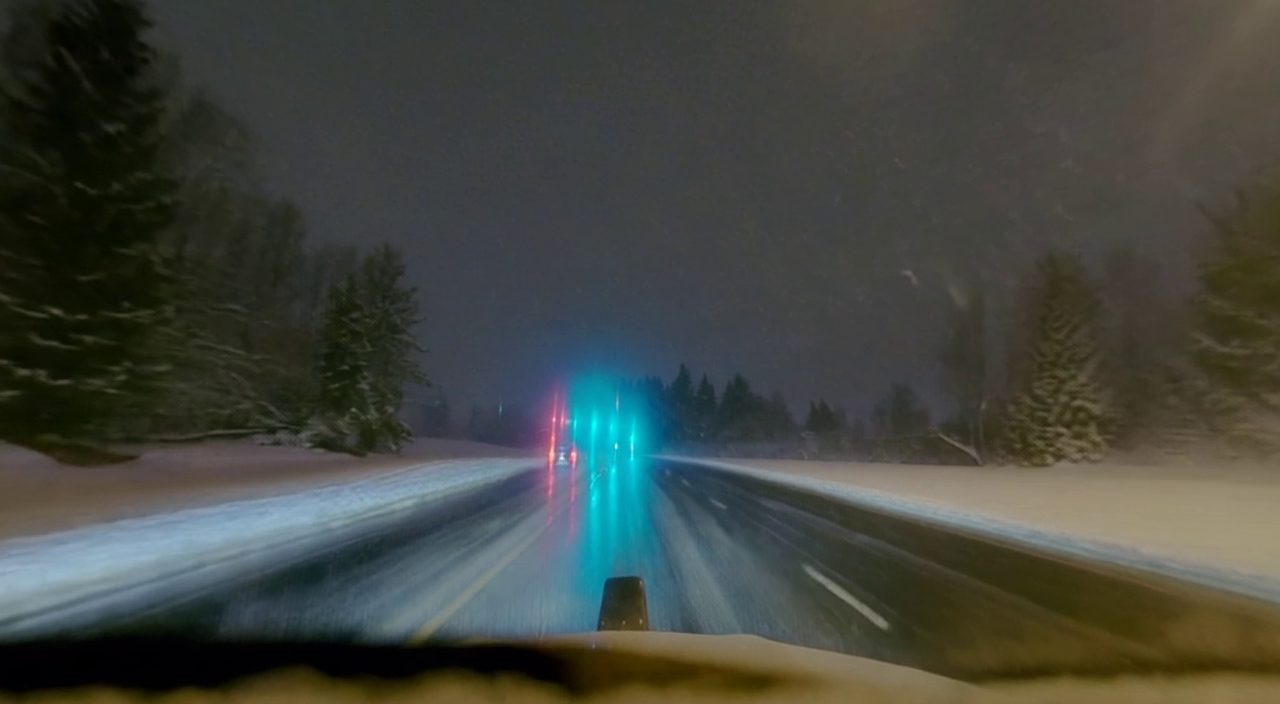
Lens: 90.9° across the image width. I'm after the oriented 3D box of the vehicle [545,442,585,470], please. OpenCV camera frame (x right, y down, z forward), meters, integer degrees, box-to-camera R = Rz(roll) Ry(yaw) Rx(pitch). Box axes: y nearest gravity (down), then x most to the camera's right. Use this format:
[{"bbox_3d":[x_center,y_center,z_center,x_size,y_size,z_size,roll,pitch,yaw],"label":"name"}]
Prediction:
[{"bbox_3d":[-4.261,5.953,36.274,1.968,1.503,4.443,0,-8,-3],"label":"vehicle"}]
